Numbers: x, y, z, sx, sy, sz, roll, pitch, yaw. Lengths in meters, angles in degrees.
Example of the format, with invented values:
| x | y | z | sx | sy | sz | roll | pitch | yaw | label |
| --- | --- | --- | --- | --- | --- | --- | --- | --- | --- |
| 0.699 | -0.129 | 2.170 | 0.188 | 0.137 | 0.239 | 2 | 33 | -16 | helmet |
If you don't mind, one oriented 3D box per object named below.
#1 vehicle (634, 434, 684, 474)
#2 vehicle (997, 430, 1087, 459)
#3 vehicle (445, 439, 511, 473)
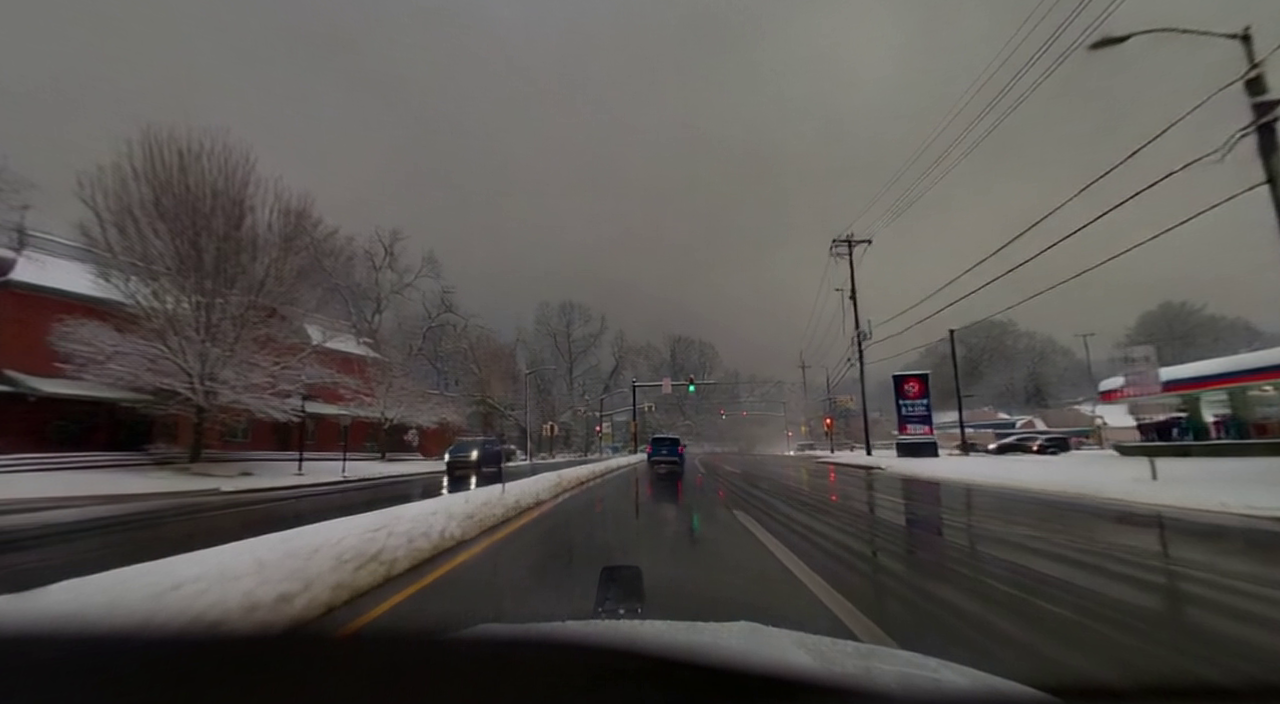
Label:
| x | y | z | sx | sy | sz | roll | pitch | yaw | label |
| --- | --- | --- | --- | --- | --- | --- | --- | --- | --- |
| 0.876 | 4.498 | 28.119 | 2.032 | 1.621 | 4.082 | -1 | -8 | 3 | vehicle |
| 25.880 | 5.968 | 40.768 | 4.510 | 1.733 | 2.066 | 0 | -8 | -9 | vehicle |
| -9.529 | 6.141 | 37.610 | 2.159 | 1.850 | 4.944 | -2 | -8 | 6 | vehicle |
